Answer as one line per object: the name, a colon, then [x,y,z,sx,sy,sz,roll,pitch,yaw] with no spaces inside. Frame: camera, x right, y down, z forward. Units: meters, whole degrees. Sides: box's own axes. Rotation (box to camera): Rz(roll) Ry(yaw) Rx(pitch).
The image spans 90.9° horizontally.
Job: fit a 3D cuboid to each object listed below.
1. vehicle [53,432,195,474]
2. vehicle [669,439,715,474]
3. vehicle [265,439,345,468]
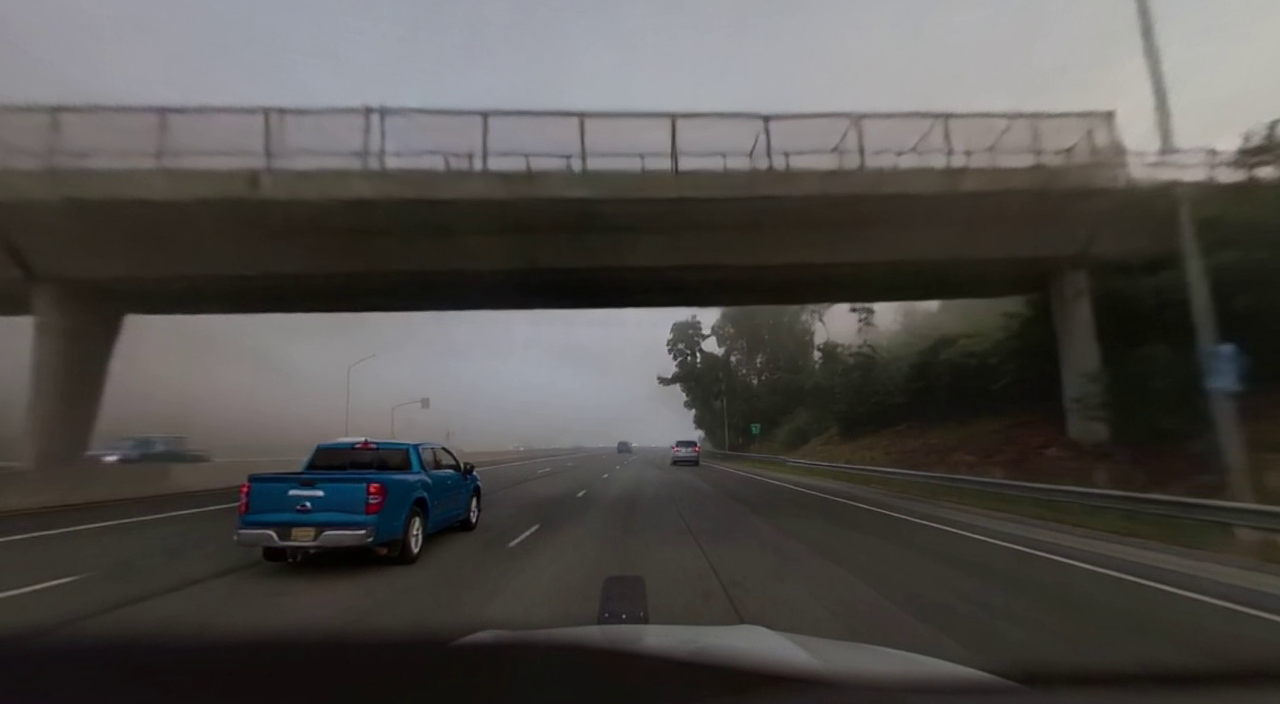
vehicle: [-23.473,4.612,29.035,2.123,1.721,5.137,0,-8,0]
vehicle: [2.632,5.379,32.751,2.010,1.637,4.940,0,-8,1]
vehicle: [-20.105,6.090,38.114,2.048,1.600,4.946,0,-8,1]
